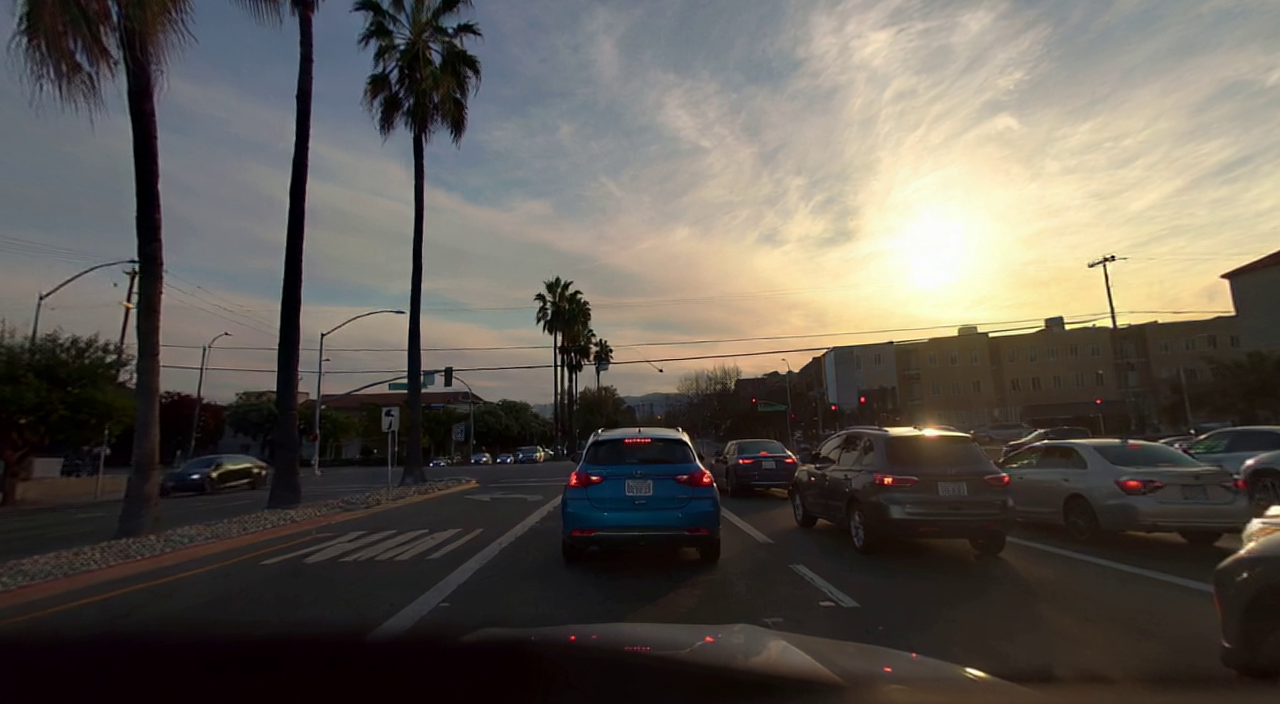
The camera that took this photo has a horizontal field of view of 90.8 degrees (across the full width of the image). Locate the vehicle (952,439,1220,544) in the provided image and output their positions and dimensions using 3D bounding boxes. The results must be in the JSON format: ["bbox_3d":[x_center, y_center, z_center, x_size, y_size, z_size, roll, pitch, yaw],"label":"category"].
[{"bbox_3d":[7.367,2.296,11.061,1.832,1.477,3.981,0,-9,2],"label":"vehicle"}]

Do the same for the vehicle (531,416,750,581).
[{"bbox_3d":[0.001,1.710,8.123,2.083,1.572,4.021,0,-9,0],"label":"vehicle"}]

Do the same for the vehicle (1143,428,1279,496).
[{"bbox_3d":[18.056,3.201,18.493,4.786,1.848,2.107,0,-9,-1],"label":"vehicle"}]

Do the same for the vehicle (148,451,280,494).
[{"bbox_3d":[-16.193,4.588,24.382,2.021,1.464,4.505,0,-9,-2],"label":"vehicle"}]

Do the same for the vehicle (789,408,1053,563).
[{"bbox_3d":[3.663,1.818,9.253,1.947,1.725,4.159,0,-9,0],"label":"vehicle"}]
